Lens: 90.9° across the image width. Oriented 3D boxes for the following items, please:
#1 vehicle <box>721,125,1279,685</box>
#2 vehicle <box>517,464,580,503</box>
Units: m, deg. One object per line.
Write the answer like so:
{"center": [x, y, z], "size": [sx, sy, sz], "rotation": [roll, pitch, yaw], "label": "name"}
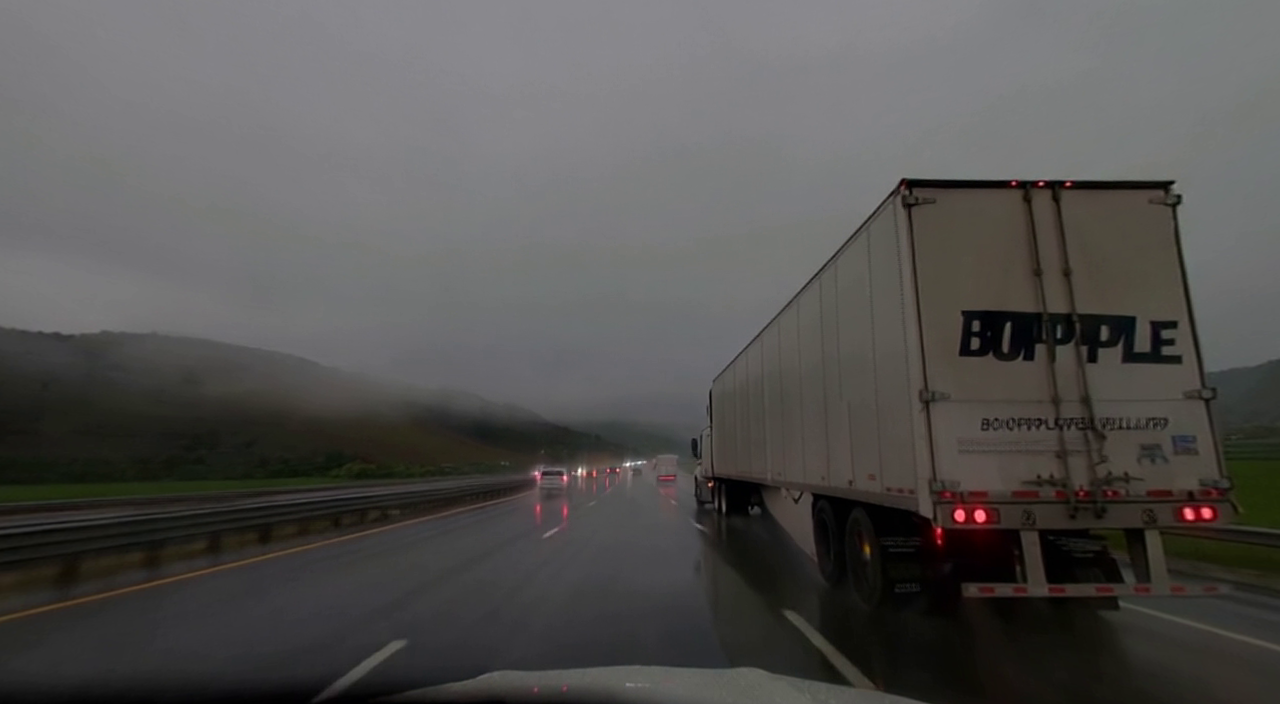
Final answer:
{"center": [3.828, 1.534, 11.479], "size": [2.839, 4.062, 14.051], "rotation": [1, -11, 0], "label": "vehicle"}
{"center": [-4.062, 5.971, 28.818], "size": [2.088, 1.566, 4.853], "rotation": [1, -11, 1], "label": "vehicle"}
